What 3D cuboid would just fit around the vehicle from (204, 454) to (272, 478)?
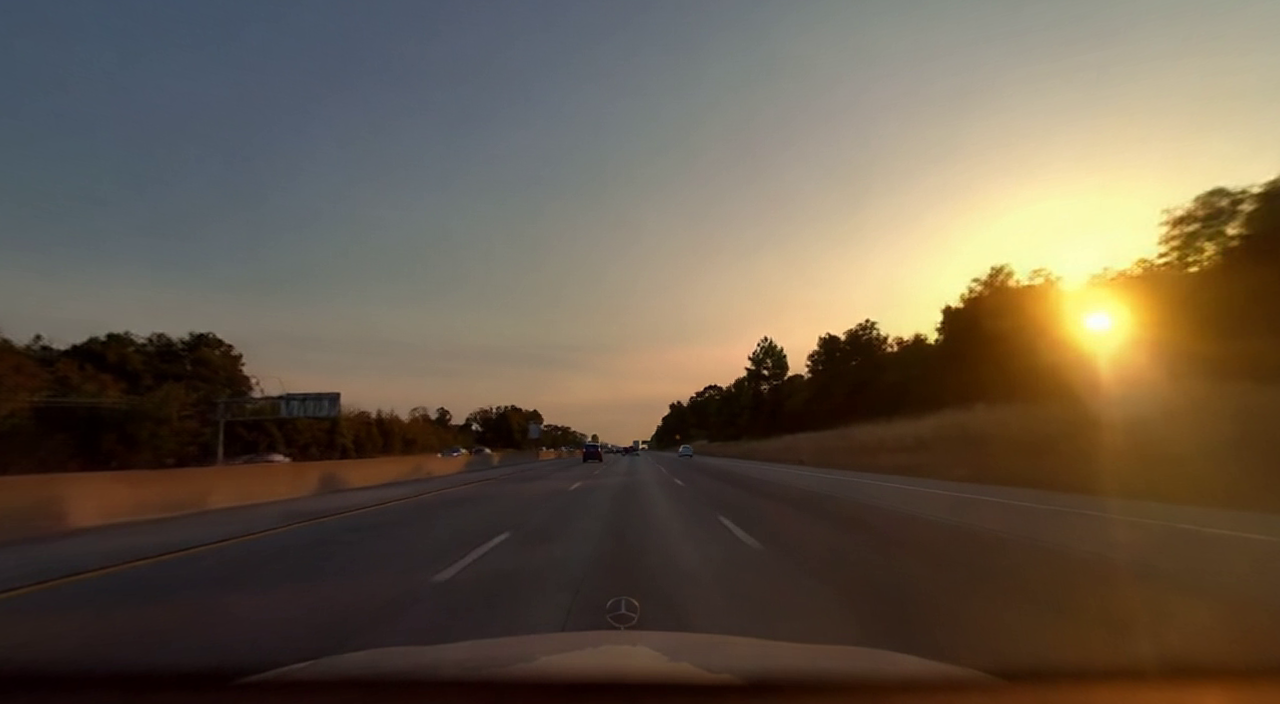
[{"bbox_3d":[-29.009,8.206,45.777,1.904,1.613,4.660,0,-9,-1],"label":"vehicle"}]
